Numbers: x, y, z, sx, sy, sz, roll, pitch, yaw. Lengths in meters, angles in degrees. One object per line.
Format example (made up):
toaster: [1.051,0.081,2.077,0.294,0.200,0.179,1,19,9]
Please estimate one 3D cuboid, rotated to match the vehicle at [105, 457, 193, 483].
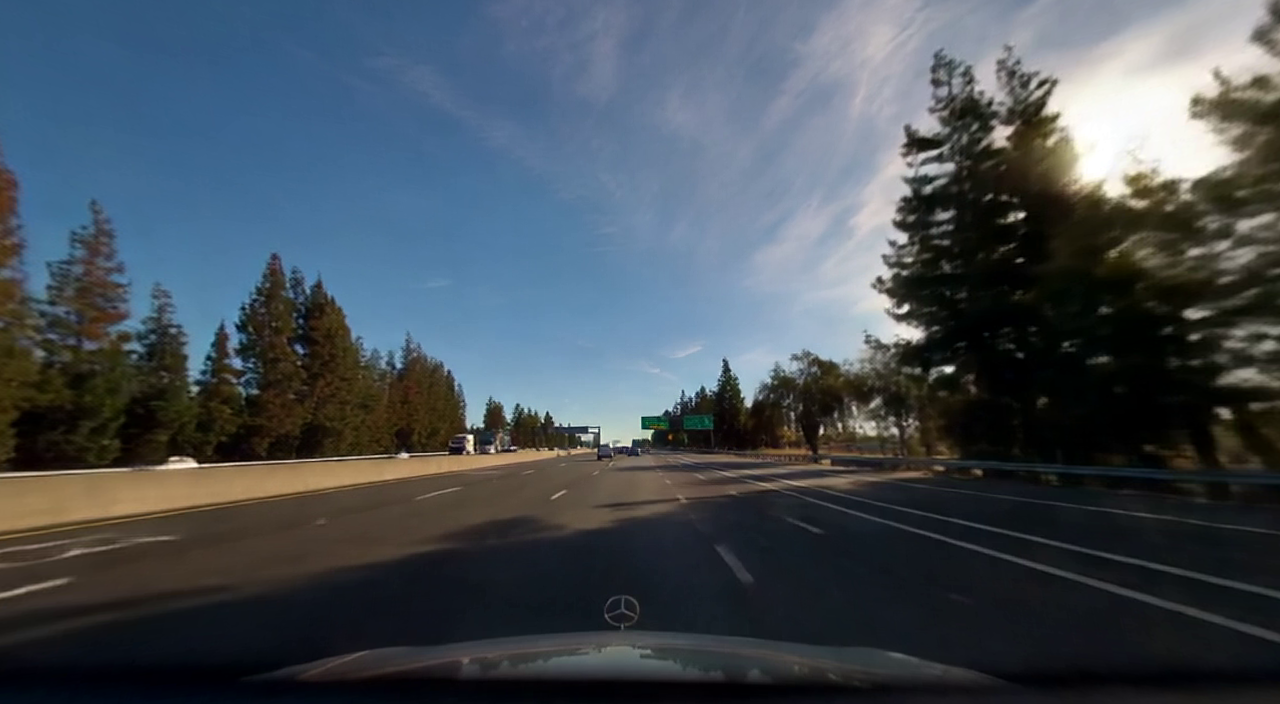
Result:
vehicle: [-31.116,7.476,40.156,2.025,1.453,4.511,0,-9,-1]
